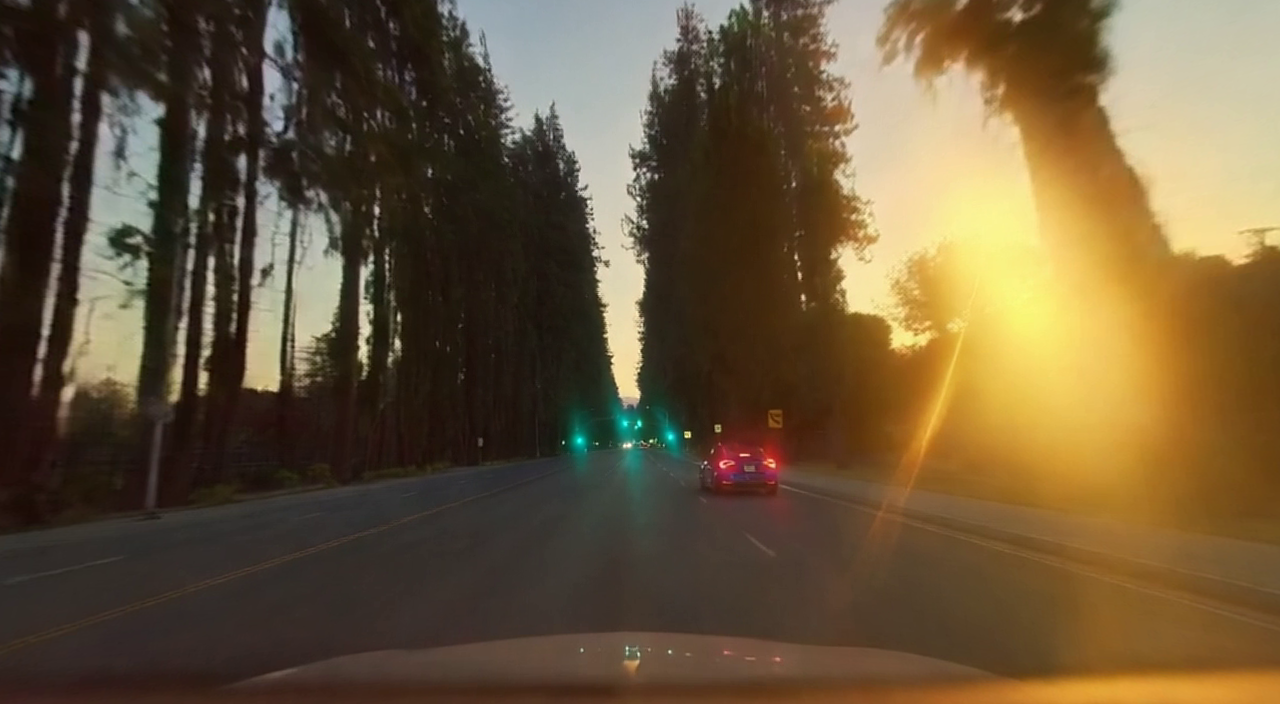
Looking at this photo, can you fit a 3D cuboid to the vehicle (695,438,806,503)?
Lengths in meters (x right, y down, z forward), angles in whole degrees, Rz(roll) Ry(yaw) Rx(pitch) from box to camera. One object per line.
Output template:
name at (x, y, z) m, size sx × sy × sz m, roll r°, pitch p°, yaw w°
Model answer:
vehicle at (2.721, 3.037, 16.679) m, size 2.042 × 1.469 × 4.470 m, roll 0°, pitch -8°, yaw -1°
